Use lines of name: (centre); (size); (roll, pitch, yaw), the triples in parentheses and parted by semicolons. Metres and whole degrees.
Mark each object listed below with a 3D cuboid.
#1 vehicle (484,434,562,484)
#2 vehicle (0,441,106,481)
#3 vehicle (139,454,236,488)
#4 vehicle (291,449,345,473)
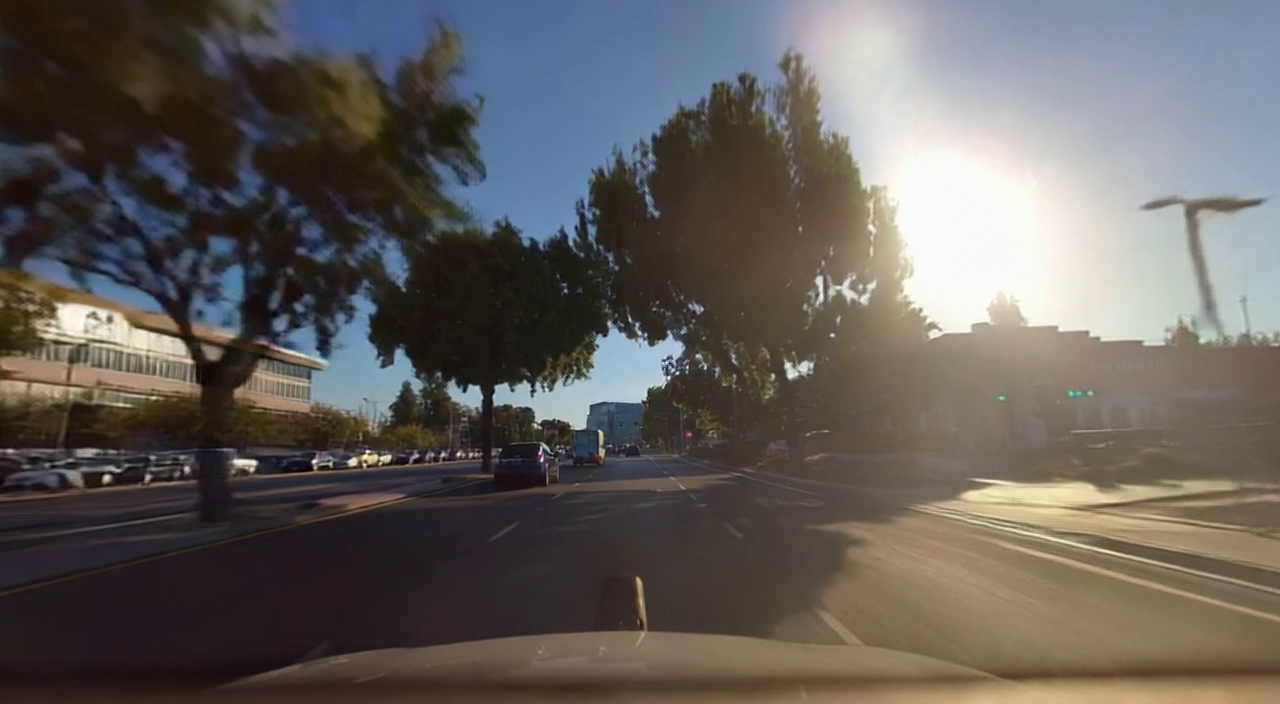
vehicle: (-4.290, 3.993, 23.742); (2.109, 1.672, 4.256); (0, -8, 0)
vehicle: (-32.839, 5.822, 33.892); (6.044, 2.034, 2.218); (0, -8, 0)
vehicle: (-22.838, 6.005, 31.977); (1.858, 1.530, 4.044); (0, -8, 0)
vehicle: (-23.189, 7.821, 45.477); (1.836, 1.582, 4.075); (0, -8, -1)
